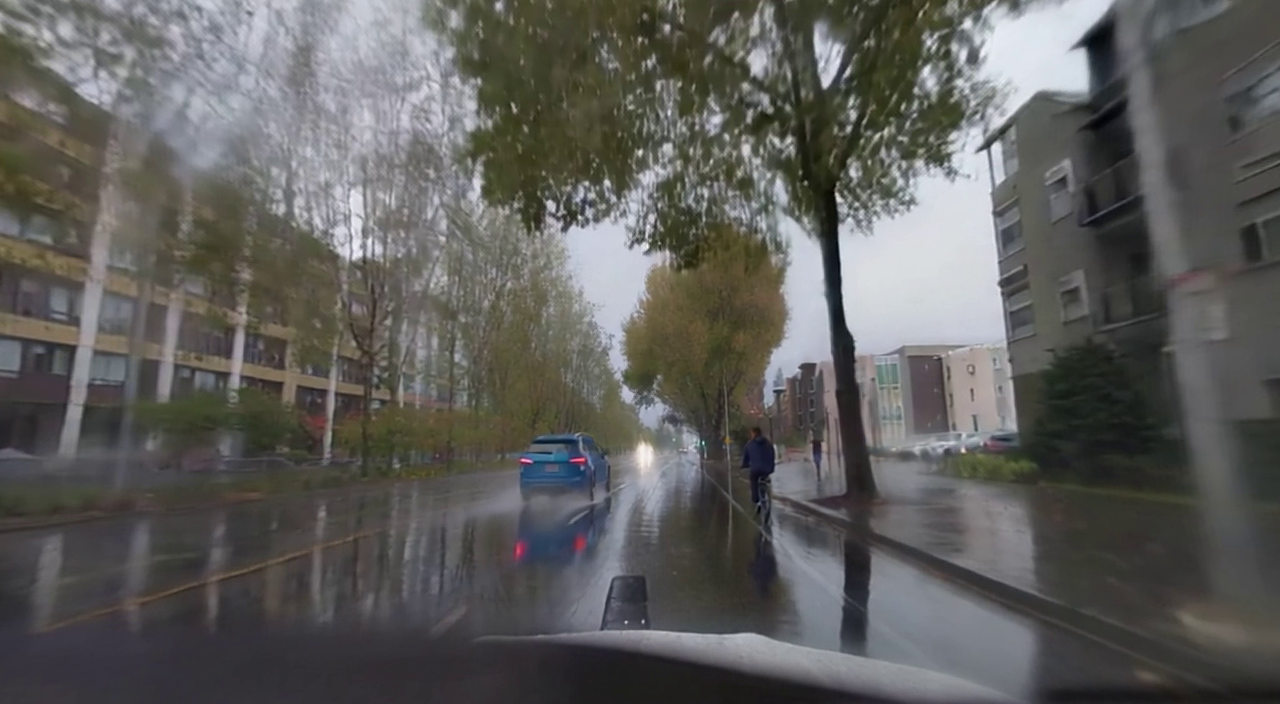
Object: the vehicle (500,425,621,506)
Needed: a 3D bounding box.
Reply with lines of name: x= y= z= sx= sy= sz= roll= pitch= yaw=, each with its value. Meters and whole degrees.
vehicle: x=-1.937 y=3.071 z=17.314 sx=2.294 sy=1.859 sz=5.127 roll=-1 pitch=-9 yaw=4
